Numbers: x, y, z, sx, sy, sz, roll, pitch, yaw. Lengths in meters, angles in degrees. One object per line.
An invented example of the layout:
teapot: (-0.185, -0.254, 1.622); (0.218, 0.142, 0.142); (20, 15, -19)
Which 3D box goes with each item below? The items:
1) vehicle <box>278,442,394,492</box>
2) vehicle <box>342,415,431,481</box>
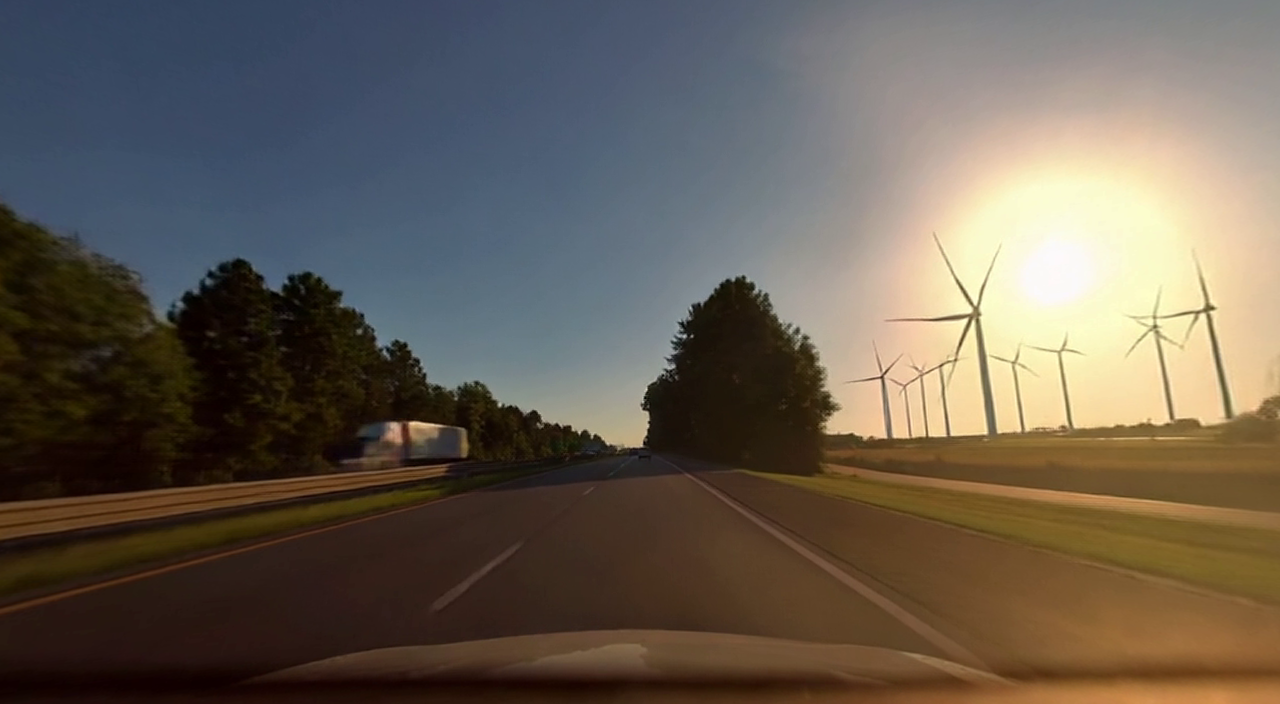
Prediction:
vehicle: (-11.838, 4.507, 25.023); (2.074, 1.760, 4.985); (0, -9, 1)
vehicle: (-16.179, 6.240, 40.817); (3.019, 3.860, 6.067); (-1, -9, 1)
